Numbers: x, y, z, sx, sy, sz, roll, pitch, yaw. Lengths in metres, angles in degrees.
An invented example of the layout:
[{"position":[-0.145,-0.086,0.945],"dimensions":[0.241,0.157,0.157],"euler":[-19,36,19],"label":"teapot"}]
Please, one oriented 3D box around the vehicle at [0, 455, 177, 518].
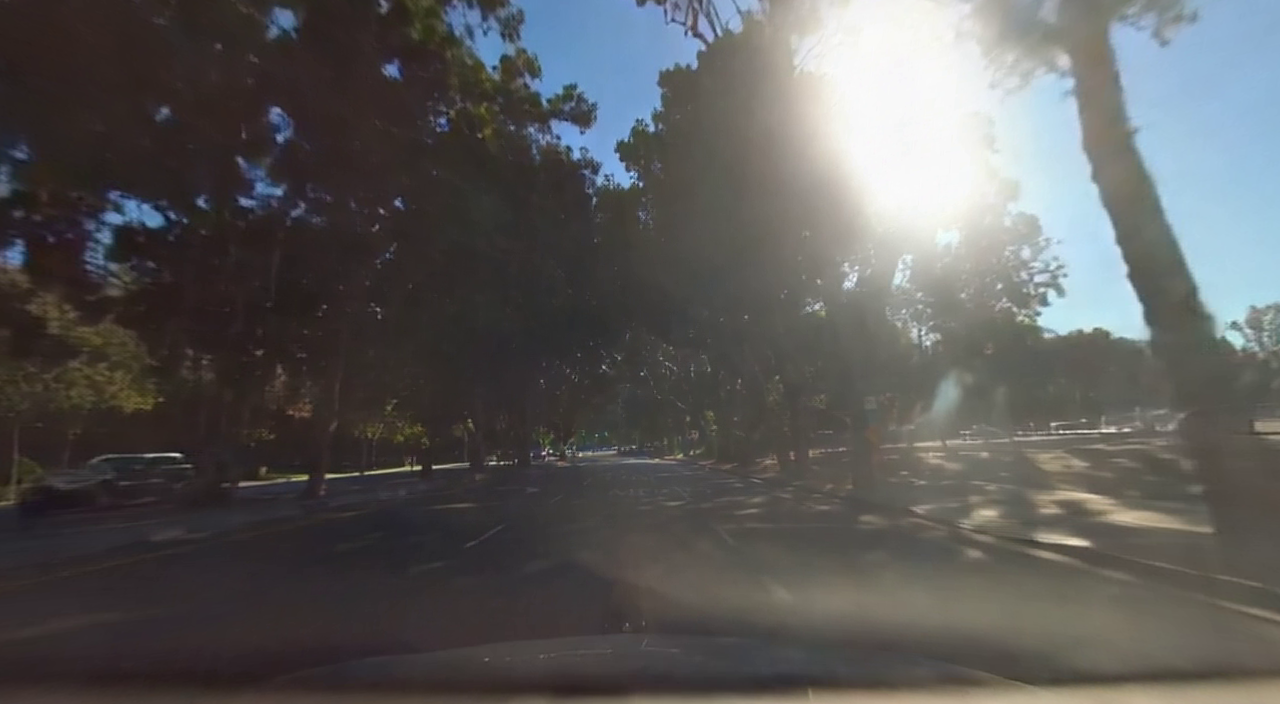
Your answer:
[{"position":[-16.705,3.855,18.640],"dimensions":[2.200,1.496,4.809],"euler":[-1,-8,3],"label":"vehicle"}]
